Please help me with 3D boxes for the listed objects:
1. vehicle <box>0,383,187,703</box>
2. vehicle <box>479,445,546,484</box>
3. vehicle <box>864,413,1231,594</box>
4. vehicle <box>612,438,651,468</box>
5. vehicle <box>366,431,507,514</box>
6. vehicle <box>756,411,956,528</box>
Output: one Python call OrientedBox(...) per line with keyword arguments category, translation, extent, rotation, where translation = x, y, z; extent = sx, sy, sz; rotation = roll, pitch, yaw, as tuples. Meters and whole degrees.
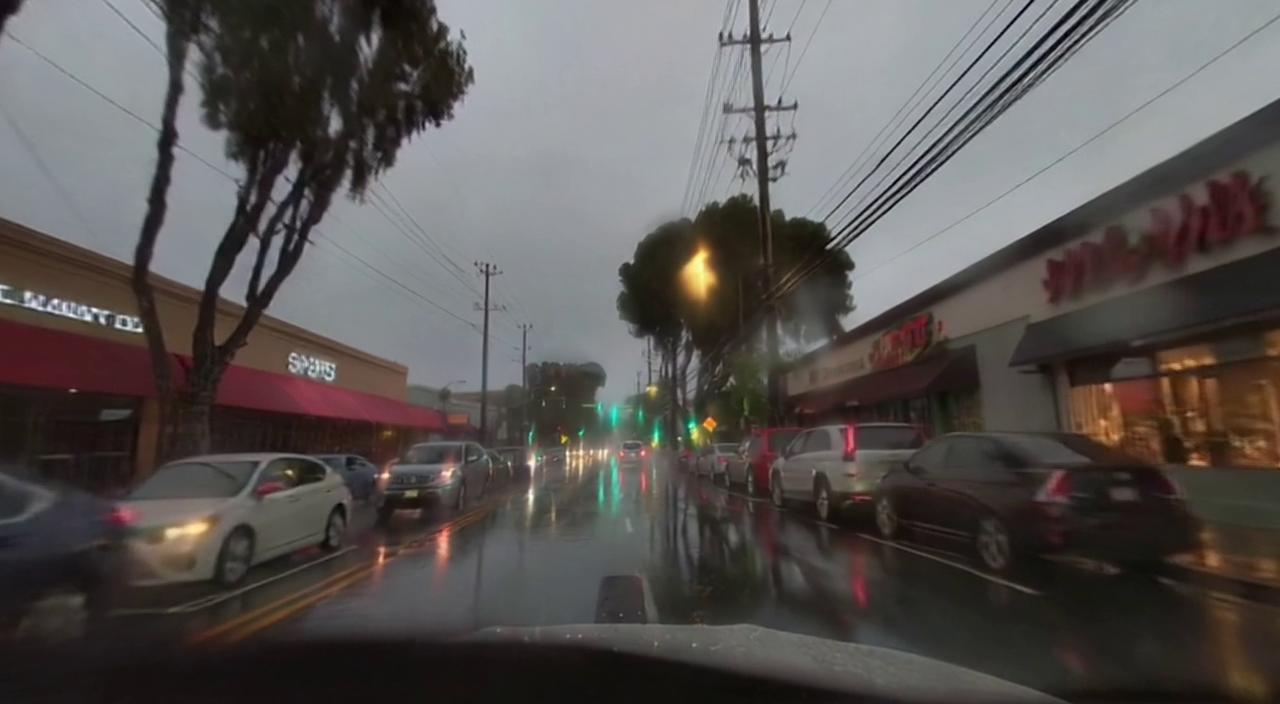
OrientedBox(category="vehicle", translation=(-4.477, 0.896, 2.134), extent=(2.343, 1.788, 5.038), rotation=(0, -8, -3))
OrientedBox(category="vehicle", translation=(-5.327, 4.758, 27.043), extent=(2.053, 1.485, 4.540), rotation=(0, -8, -2))
OrientedBox(category="vehicle", translation=(4.654, 1.751, 8.158), extent=(1.882, 1.704, 4.055), rotation=(0, -8, -2))
OrientedBox(category="vehicle", translation=(-0.641, 6.935, 43.597), extent=(2.440, 1.882, 4.611), rotation=(0, -8, -4))
OrientedBox(category="vehicle", translation=(-5.111, 3.079, 16.781), extent=(2.341, 1.825, 4.924), rotation=(0, -8, -3))
OrientedBox(category="vehicle", translation=(4.211, 2.401, 13.506), extent=(2.243, 1.992, 5.087), rotation=(0, -8, -3))
